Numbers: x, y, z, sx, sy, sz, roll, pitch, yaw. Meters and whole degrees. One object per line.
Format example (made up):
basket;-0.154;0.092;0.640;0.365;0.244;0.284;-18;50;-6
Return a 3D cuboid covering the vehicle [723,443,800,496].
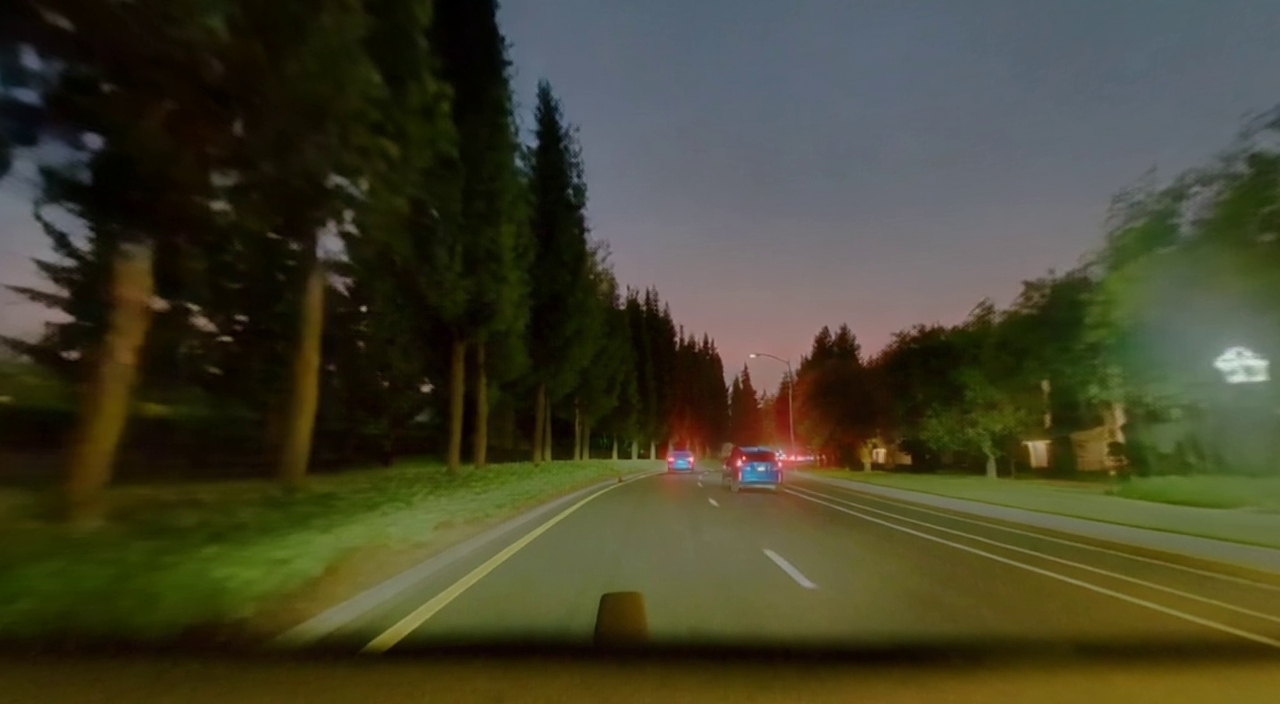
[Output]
vehicle;4.138;4.039;22.114;1.971;1.663;4.287;0;-8;2

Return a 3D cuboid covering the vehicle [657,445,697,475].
vehicle;2.454;6.946;40.752;2.251;1.822;4.391;-1;-9;8
